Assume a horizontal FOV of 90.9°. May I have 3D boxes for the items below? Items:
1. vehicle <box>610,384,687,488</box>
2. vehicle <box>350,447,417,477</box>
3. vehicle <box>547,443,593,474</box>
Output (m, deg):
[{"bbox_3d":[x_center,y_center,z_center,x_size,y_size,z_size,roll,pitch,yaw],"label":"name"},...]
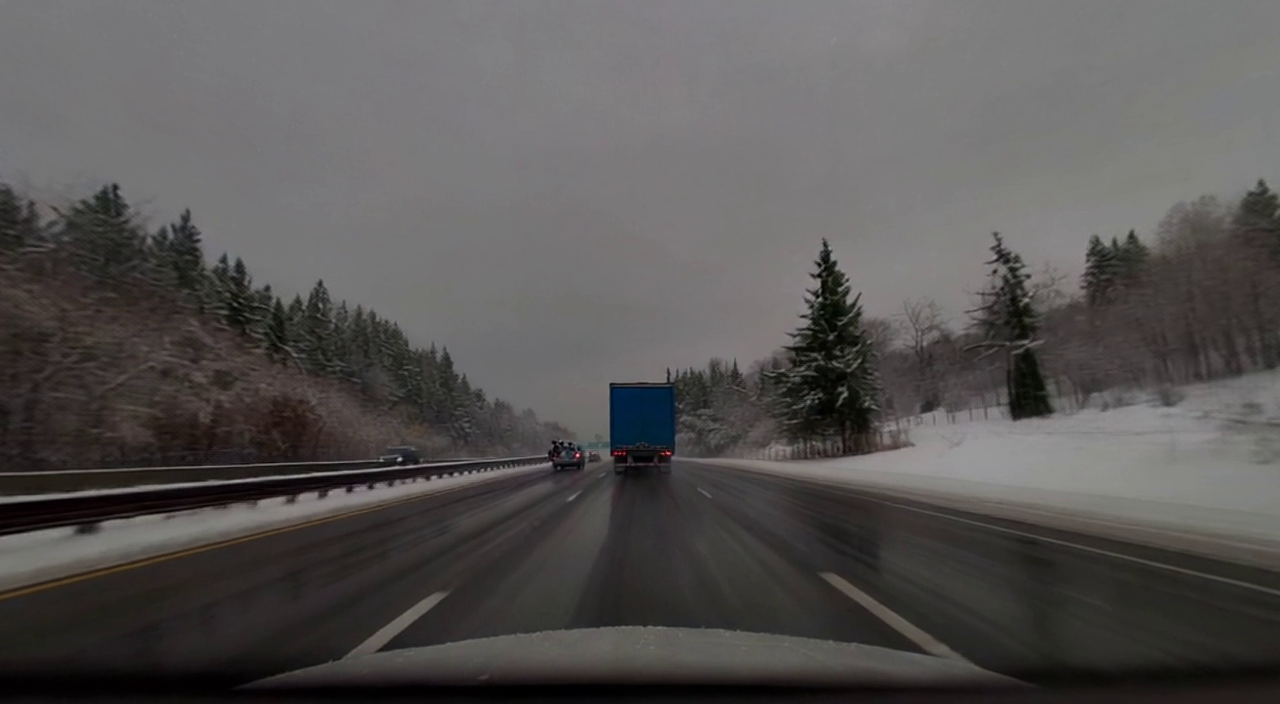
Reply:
[{"bbox_3d":[0.401,3.813,28.031,2.821,3.878,8.925,0,-9,1],"label":"vehicle"},{"bbox_3d":[-16.081,6.899,39.793,2.008,1.748,4.967,0,-9,2],"label":"vehicle"},{"bbox_3d":[-3.880,6.058,35.963,2.018,1.632,4.722,0,-9,1],"label":"vehicle"}]
